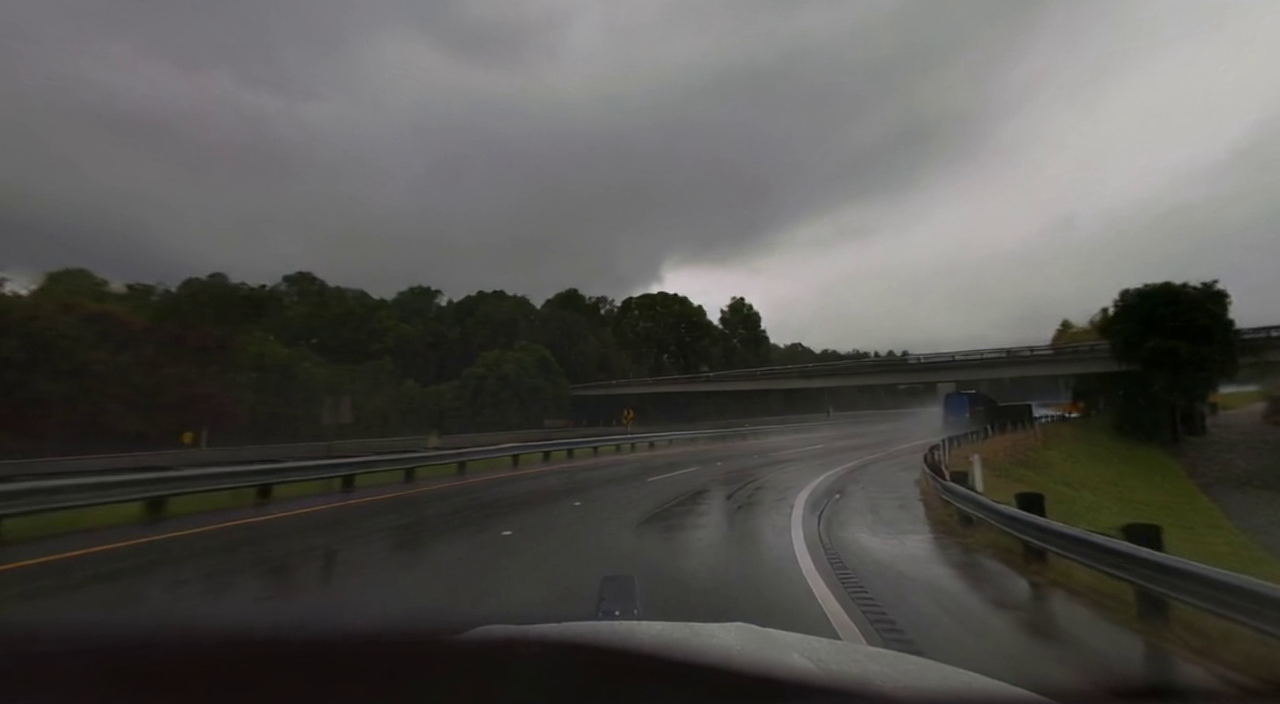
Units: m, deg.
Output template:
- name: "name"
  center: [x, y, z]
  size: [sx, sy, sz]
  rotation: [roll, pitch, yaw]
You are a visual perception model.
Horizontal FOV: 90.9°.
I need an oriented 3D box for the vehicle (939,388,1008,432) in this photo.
- name: "vehicle"
  center: [21.601, 3.835, 40.700]
  size: [5.330, 2.577, 2.352]
  rotation: [7, -11, -44]
